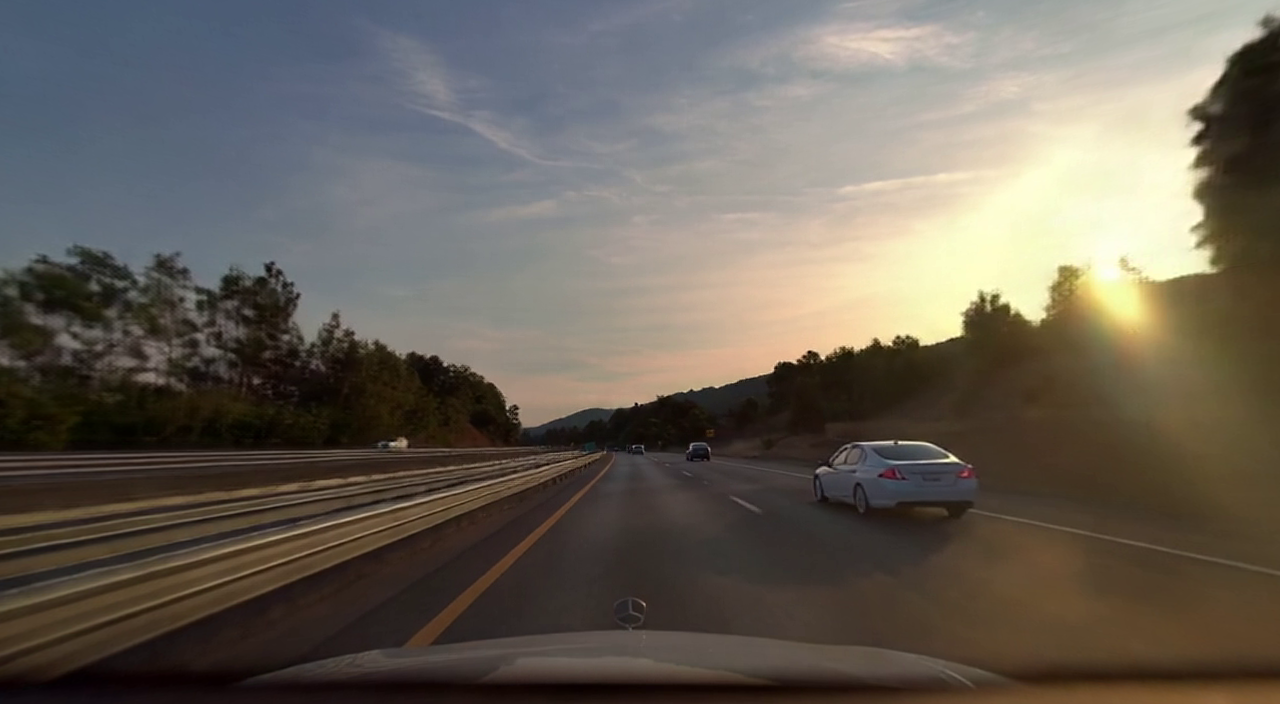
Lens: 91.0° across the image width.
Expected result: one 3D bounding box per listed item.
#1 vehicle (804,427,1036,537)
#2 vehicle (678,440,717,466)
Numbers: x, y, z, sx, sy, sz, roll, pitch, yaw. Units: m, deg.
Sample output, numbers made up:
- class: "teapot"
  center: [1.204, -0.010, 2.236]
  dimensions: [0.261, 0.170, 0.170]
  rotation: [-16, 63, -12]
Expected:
- class: "vehicle"
  center: [4.514, 2.140, 11.031]
  dimensions: [2.072, 1.528, 4.176]
  rotation: [0, -8, -1]
- class: "vehicle"
  center: [3.582, 6.326, 39.678]
  dimensions: [1.945, 1.538, 3.729]
  rotation: [0, -8, -2]
